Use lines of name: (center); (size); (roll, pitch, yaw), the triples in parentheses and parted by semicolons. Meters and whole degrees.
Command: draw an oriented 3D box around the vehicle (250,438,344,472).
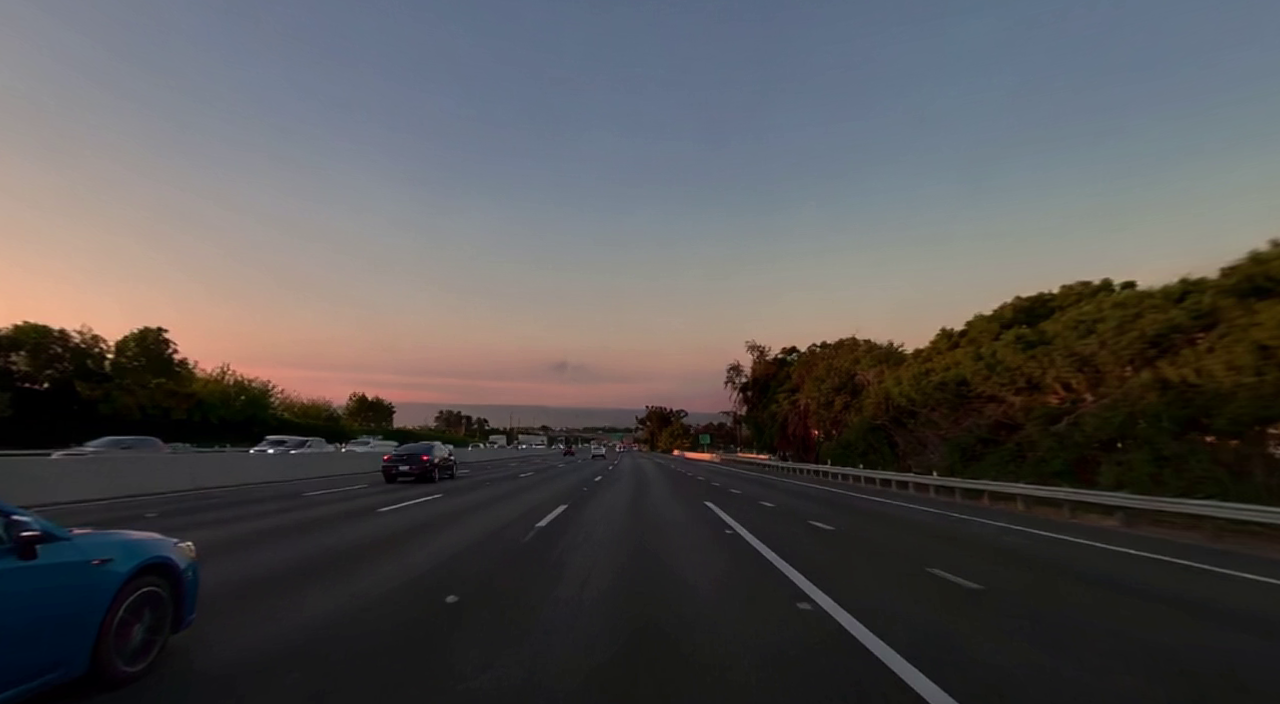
vehicle: (-17.006, 5.122, 31.594); (1.904, 1.572, 4.918); (0, -8, 0)

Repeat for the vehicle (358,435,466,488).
vehicle: (-7.803, 3.778, 22.113); (2.118, 1.675, 4.395); (0, -8, 0)

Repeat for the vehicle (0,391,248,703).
vehicle: (-3.716, 0.817, 1.652); (2.144, 1.565, 4.951); (0, -8, 1)
